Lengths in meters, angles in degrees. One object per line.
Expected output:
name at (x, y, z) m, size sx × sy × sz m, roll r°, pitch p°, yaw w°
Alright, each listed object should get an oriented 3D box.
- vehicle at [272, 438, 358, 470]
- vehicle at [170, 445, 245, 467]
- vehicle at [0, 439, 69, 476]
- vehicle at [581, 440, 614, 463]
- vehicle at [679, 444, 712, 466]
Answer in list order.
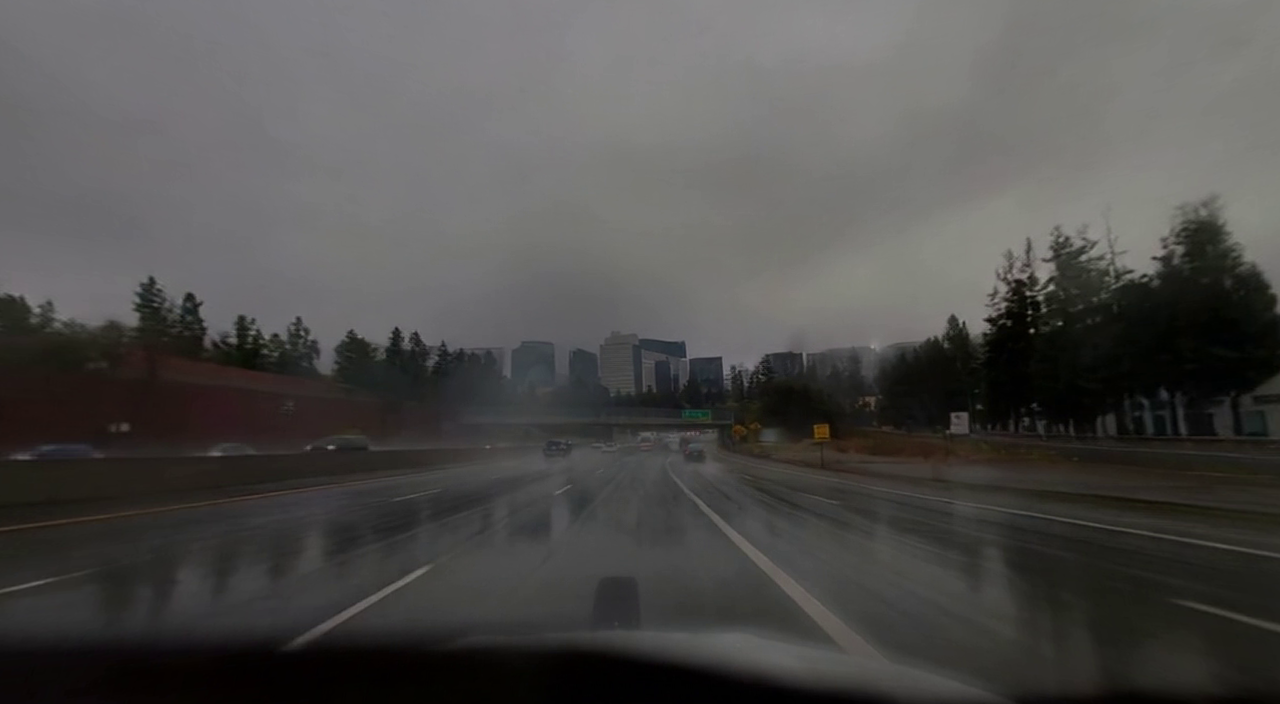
vehicle at (-19.730, 6.207, 38.687) m, size 2.327 × 1.788 × 5.212 m, roll 0°, pitch -9°, yaw 2°
vehicle at (-30.775, 7.407, 45.141) m, size 1.909 × 1.469 × 4.727 m, roll 0°, pitch -9°, yaw 2°
vehicle at (-30.898, 5.113, 30.668) m, size 1.991 × 1.717 × 4.607 m, roll 0°, pitch -9°, yaw 1°
vehicle at (-3.280, 7.840, 49.851) m, size 2.179 × 1.693 × 4.204 m, roll 0°, pitch -9°, yaw 2°
vehicle at (3.746, 7.075, 43.516) m, size 1.967 × 1.475 × 4.080 m, roll 0°, pitch -9°, yaw 1°
